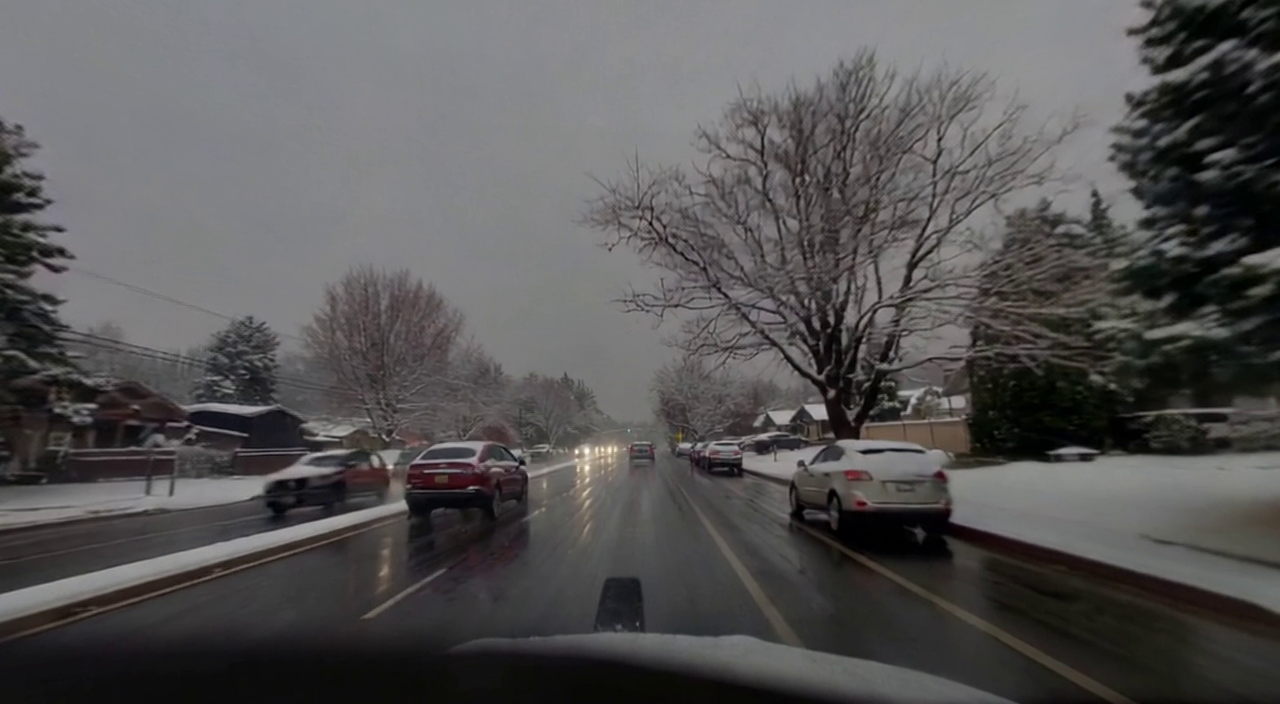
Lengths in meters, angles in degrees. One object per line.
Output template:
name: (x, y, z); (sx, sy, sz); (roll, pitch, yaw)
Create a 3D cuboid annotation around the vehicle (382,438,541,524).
vehicle: (-3.474, 2.585, 13.314); (2.027, 1.477, 4.413); (0, -8, 0)

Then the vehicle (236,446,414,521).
vehicle: (-7.249, 3.027, 15.165); (1.957, 1.488, 4.264); (-1, -8, 2)

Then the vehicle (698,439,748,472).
vehicle: (4.504, 5.707, 35.083); (2.045, 1.702, 4.916); (0, -8, -1)

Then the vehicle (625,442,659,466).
vehicle: (0.180, 6.589, 41.088); (2.088, 1.495, 4.048); (0, -8, 1)

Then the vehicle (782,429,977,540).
vehicle: (3.941, 2.225, 11.266); (1.897, 1.589, 4.053); (0, -8, 0)
